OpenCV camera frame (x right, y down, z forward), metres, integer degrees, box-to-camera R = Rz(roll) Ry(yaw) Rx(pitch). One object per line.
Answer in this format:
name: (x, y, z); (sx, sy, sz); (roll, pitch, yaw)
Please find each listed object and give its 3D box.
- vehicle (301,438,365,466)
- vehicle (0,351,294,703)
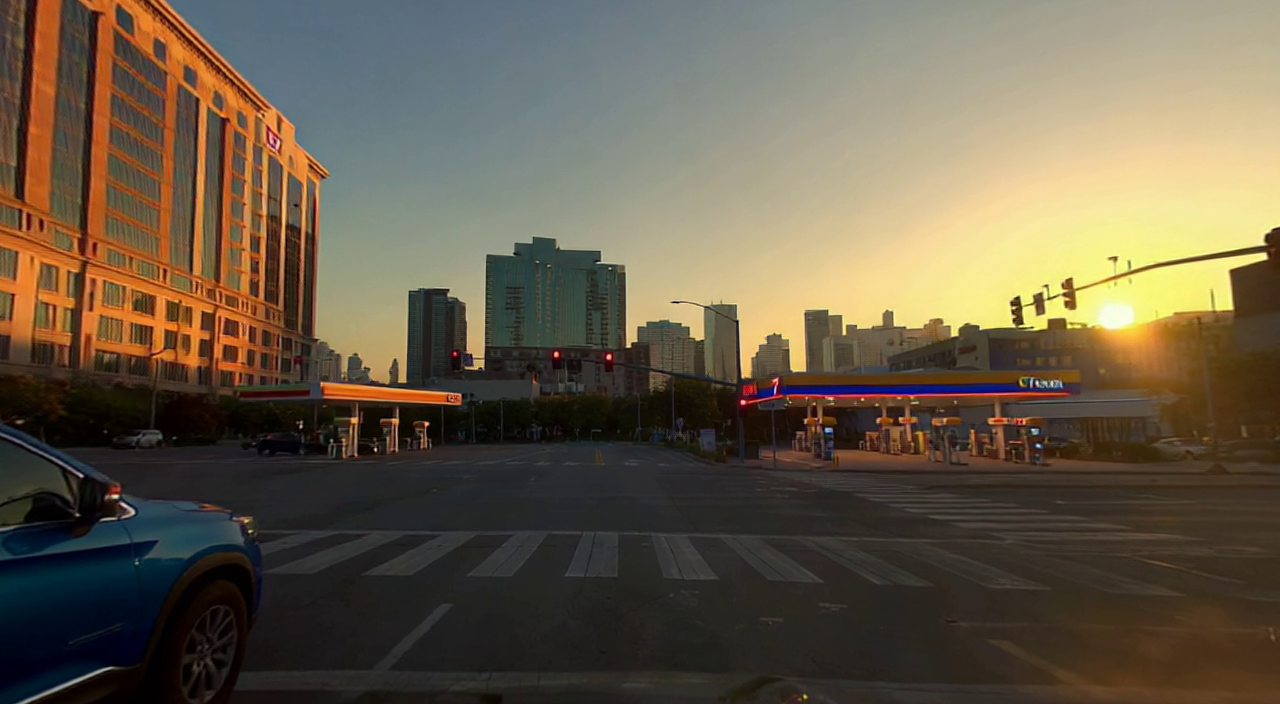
vehicle: (-20.438, 6.680, 42.146); (2.004, 1.699, 4.486); (0, -9, 1)
vehicle: (-3.421, 0.803, 2.040); (2.053, 1.690, 4.364); (0, -9, 1)
